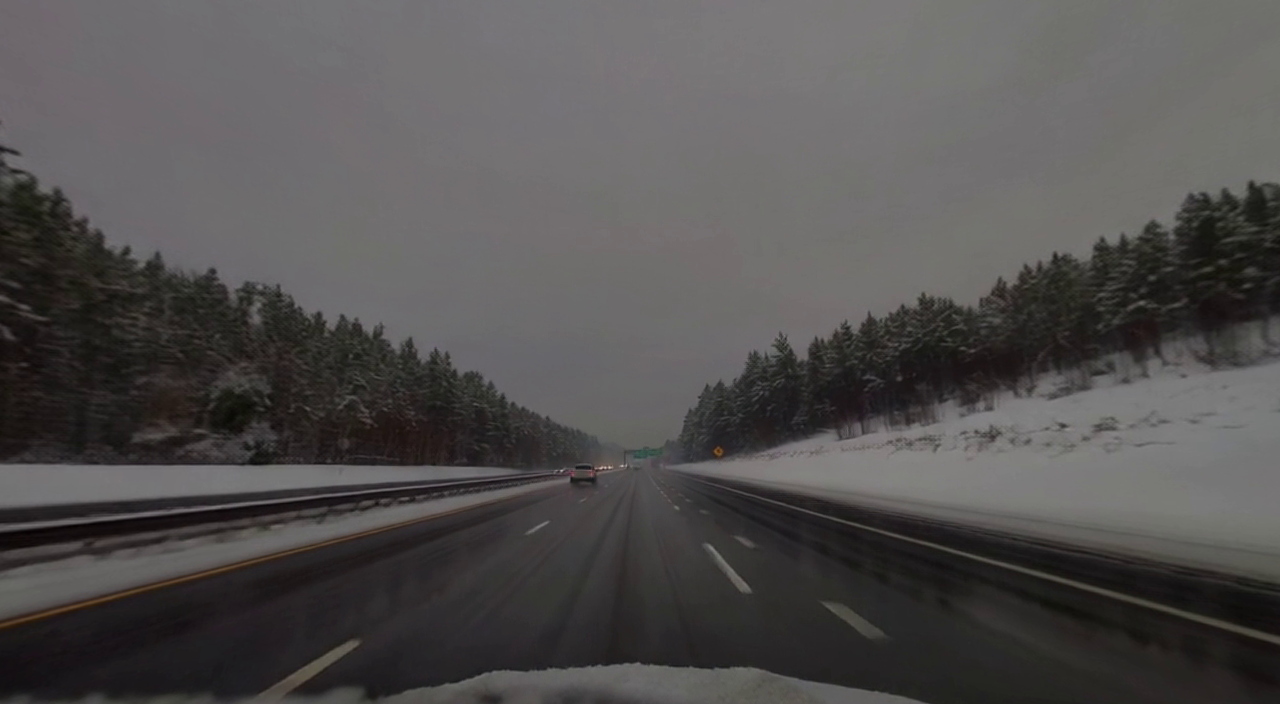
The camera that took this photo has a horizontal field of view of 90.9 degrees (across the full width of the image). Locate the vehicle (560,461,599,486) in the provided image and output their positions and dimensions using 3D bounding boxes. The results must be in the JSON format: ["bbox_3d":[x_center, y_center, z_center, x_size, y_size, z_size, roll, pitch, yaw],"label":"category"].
[{"bbox_3d":[-4.088,8.348,43.456,2.180,1.618,4.219,1,-10,1],"label":"vehicle"}]
